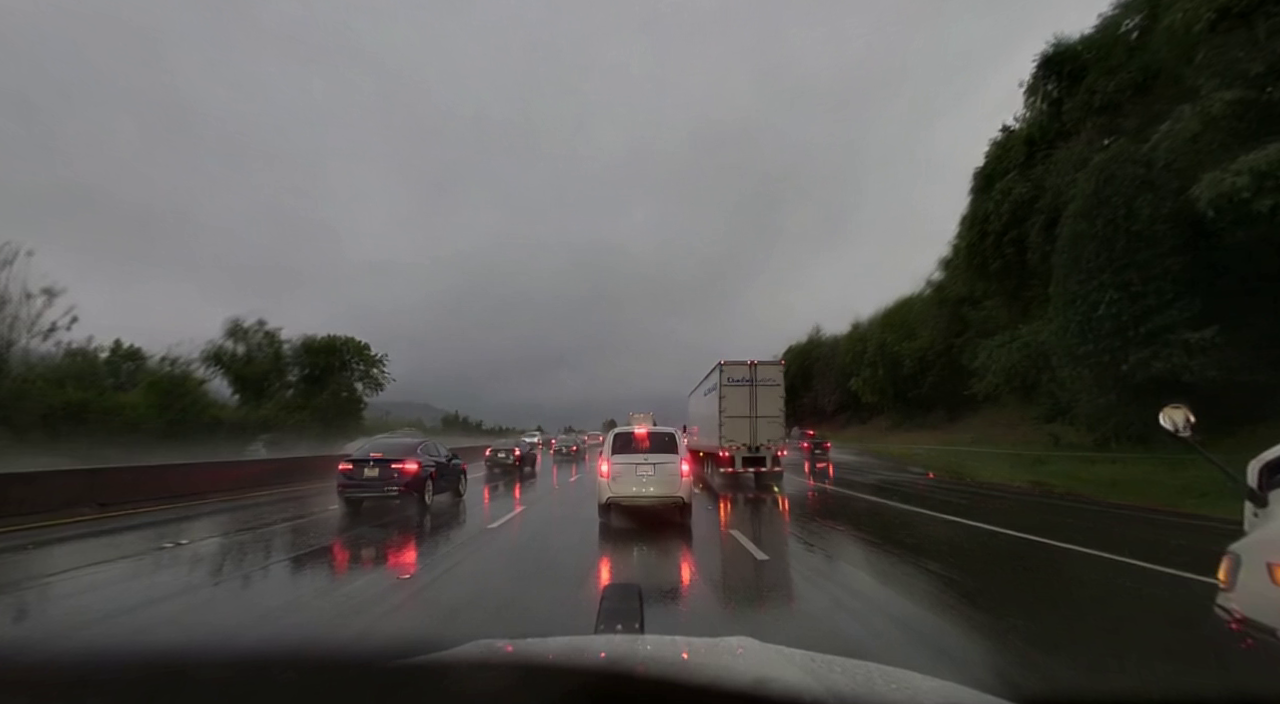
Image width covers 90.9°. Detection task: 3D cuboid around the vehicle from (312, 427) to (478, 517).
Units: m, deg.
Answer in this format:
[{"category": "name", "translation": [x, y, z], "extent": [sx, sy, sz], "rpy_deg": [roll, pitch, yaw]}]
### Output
[{"category": "vehicle", "translation": [-4.647, 2.296, 12.601], "extent": [1.821, 1.514, 3.677], "rpy_deg": [0, -8, 0]}]

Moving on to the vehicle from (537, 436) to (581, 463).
[{"category": "vehicle", "translation": [-4.651, 5.621, 36.642], "extent": [1.887, 1.493, 4.411], "rpy_deg": [0, -8, 1]}]

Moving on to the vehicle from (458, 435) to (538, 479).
[{"category": "vehicle", "translation": [-5.046, 3.749, 22.896], "extent": [1.880, 1.458, 3.978], "rpy_deg": [0, -8, 1]}]

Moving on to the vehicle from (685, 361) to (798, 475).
[{"category": "vehicle", "translation": [4.155, 3.321, 29.821], "extent": [2.892, 4.101, 14.252], "rpy_deg": [0, -8, 0]}]

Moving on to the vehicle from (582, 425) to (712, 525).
[{"category": "vehicle", "translation": [0.100, 2.118, 11.438], "extent": [1.973, 1.505, 3.568], "rpy_deg": [0, -8, 0]}]
